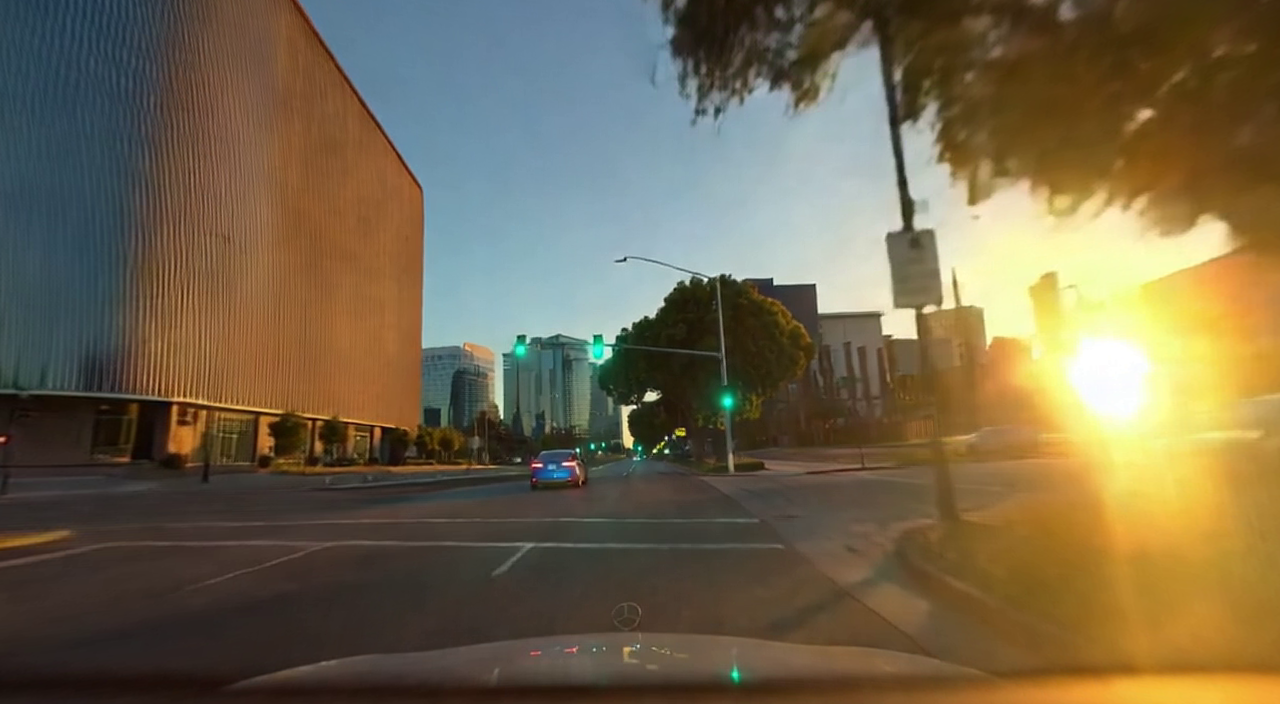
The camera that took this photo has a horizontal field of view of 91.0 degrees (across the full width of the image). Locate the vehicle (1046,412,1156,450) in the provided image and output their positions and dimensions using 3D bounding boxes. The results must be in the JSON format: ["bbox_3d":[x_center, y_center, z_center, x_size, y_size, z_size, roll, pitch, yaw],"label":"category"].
[{"bbox_3d":[21.963,3.865,30.274,1.928,1.707,4.381,0,-9,0],"label":"vehicle"}]

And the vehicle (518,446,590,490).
[{"bbox_3d":[-3.127,4.331,23.826,1.971,1.486,4.380,-1,-9,2],"label":"vehicle"}]

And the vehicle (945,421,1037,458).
[{"bbox_3d":[16.717,4.240,30.277,1.851,1.594,4.324,0,-9,0],"label":"vehicle"}]

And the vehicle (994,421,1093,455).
[{"bbox_3d":[19.297,4.186,30.368,2.004,1.530,4.158,0,-9,0],"label":"vehicle"}]
